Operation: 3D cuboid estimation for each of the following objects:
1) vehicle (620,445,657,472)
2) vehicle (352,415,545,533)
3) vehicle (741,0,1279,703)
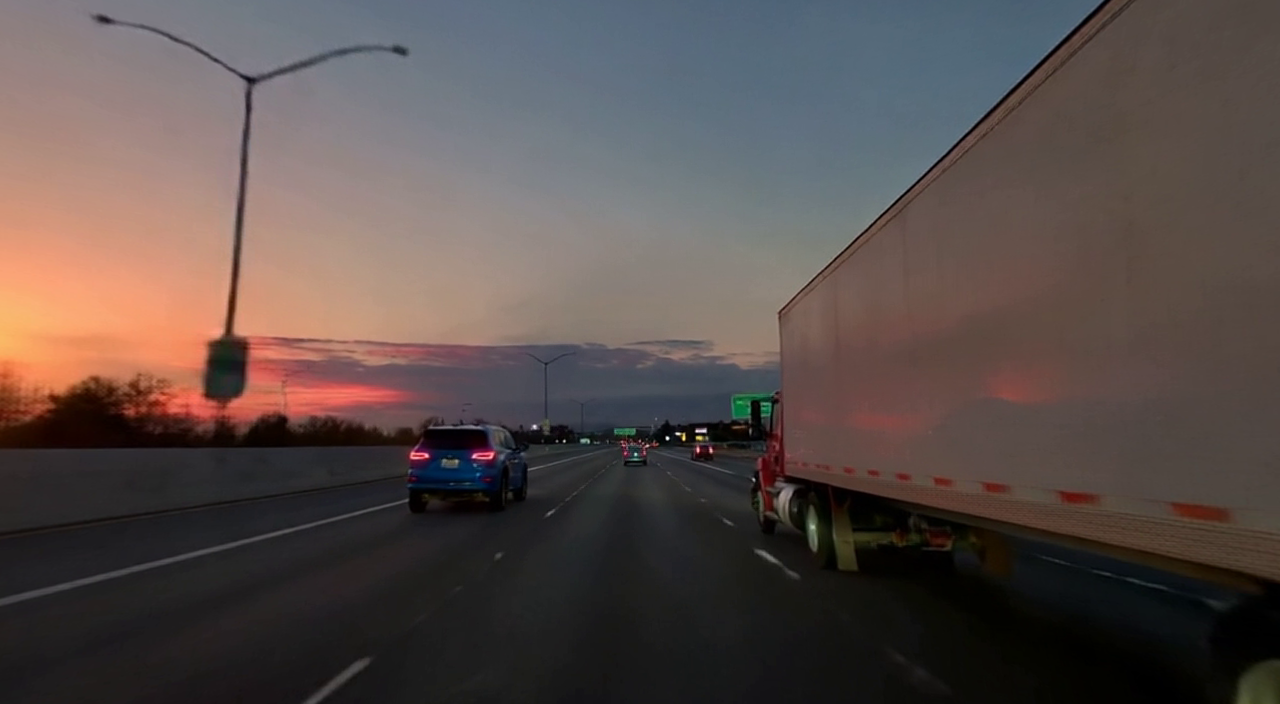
[{"bbox_3d":[-0.097,5.831,34.804,1.929,1.395,3.999,0,-8,0],"label":"vehicle"},{"bbox_3d":[-3.308,2.237,12.172,2.229,1.806,4.698,0,-9,0],"label":"vehicle"},{"bbox_3d":[3.353,0.502,5.549,2.934,3.325,10.986,0,-9,-1],"label":"vehicle"}]
